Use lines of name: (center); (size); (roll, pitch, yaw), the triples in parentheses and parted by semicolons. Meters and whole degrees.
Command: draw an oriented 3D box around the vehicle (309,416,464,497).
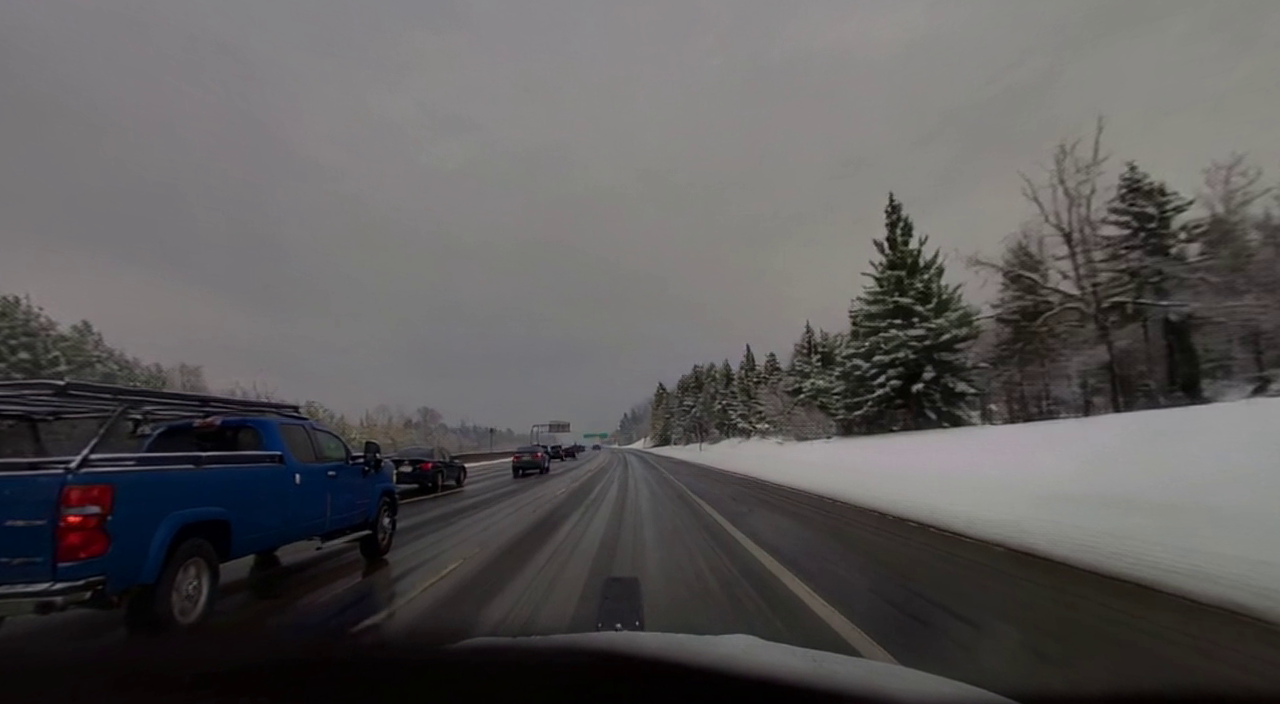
vehicle: (-8.007, 3.411, 20.826); (2.594, 2.254, 6.028); (0, -9, 0)

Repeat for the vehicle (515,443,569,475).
vehicle: (-4.927, 5.468, 32.274); (2.012, 1.509, 4.359); (0, -9, 0)

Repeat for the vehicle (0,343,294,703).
vehicle: (-4.038, 0.840, 2.664); (2.200, 1.807, 5.041); (0, -9, 1)
